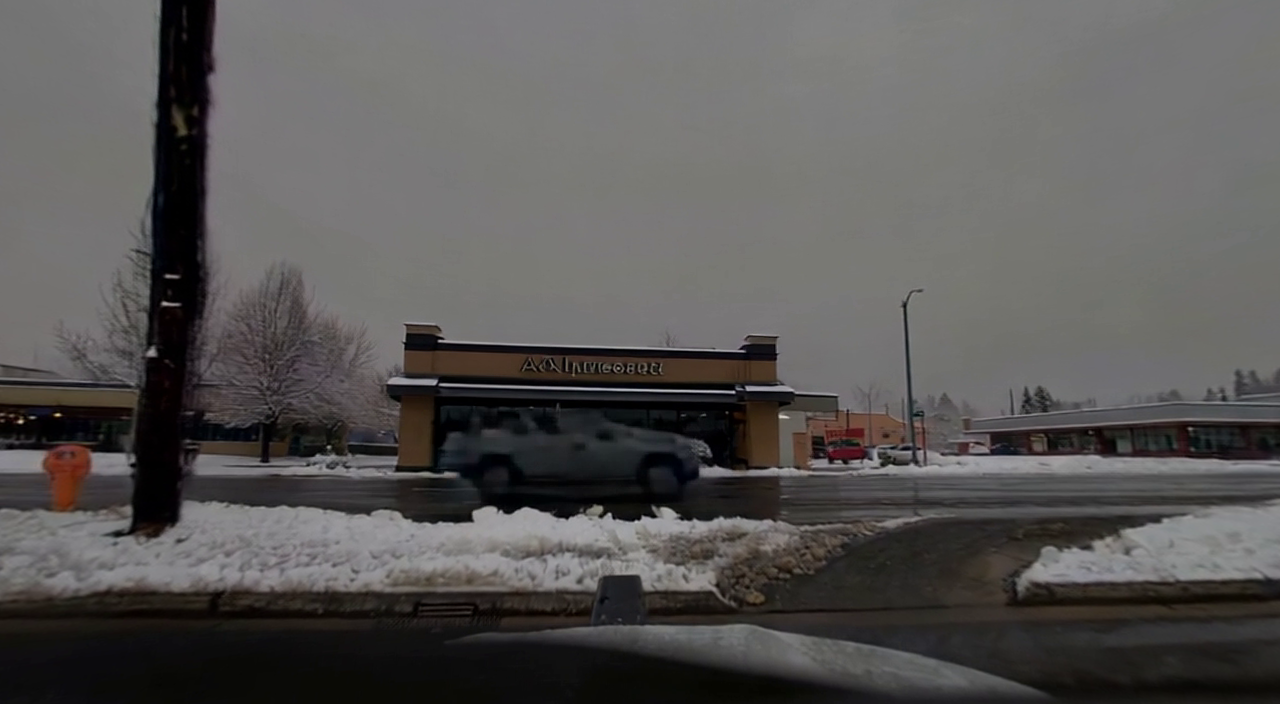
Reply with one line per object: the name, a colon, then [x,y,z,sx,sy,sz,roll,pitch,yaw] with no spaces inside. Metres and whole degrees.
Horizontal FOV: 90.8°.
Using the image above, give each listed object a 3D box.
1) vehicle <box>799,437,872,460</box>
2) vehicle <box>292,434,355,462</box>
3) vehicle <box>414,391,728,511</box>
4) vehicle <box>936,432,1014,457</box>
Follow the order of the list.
vehicle: [12.788,6.355,41.645,1.791,1.453,4.593,5,-10,-29]
vehicle: [-20.218,6.116,40.319,4.596,1.680,1.936,-8,-11,41]
vehicle: [-1.089,1.634,10.709,4.735,1.779,2.051,1,-7,-5]
vehicle: [25.468,7.068,48.107,4.838,1.799,1.914,-7,-11,38]
